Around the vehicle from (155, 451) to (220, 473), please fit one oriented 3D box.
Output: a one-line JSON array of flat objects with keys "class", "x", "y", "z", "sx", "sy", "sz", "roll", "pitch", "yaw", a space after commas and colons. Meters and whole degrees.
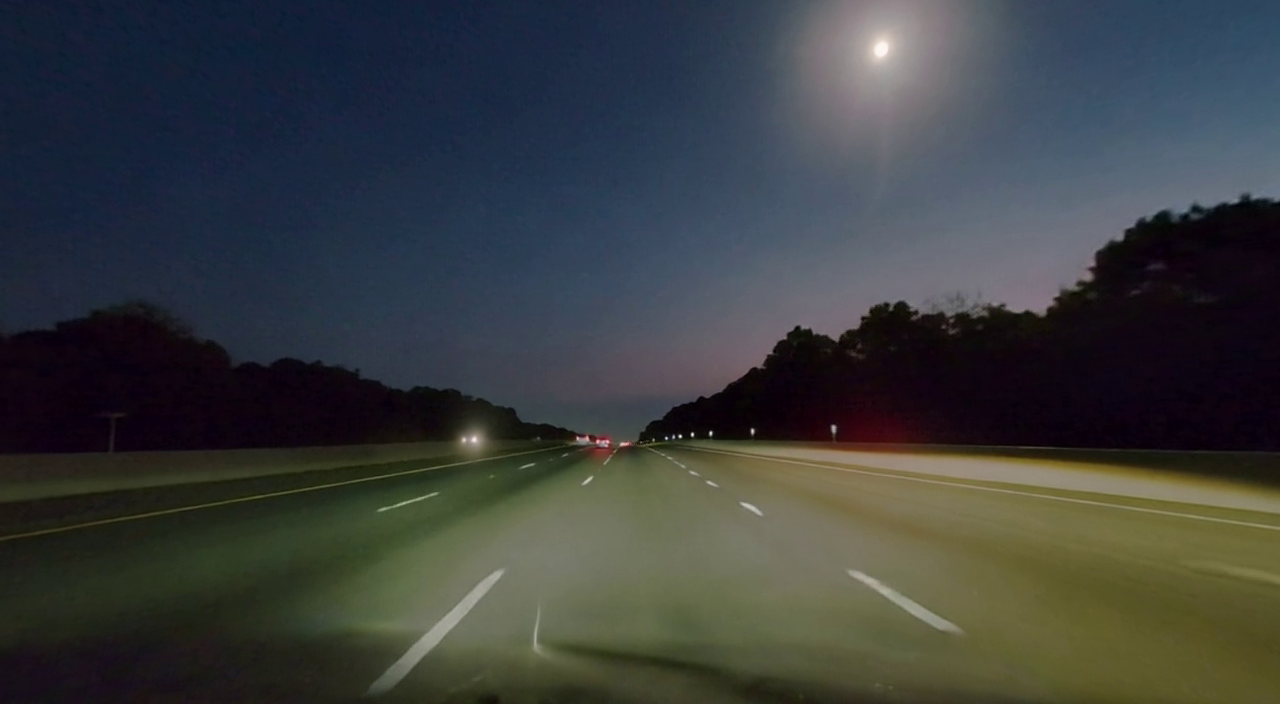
[{"class": "vehicle", "x": -34.362, "y": 8.356, "z": 47.870, "sx": 1.718, "sy": 1.467, "sz": 4.192, "roll": -1, "pitch": -8, "yaw": 3}]
